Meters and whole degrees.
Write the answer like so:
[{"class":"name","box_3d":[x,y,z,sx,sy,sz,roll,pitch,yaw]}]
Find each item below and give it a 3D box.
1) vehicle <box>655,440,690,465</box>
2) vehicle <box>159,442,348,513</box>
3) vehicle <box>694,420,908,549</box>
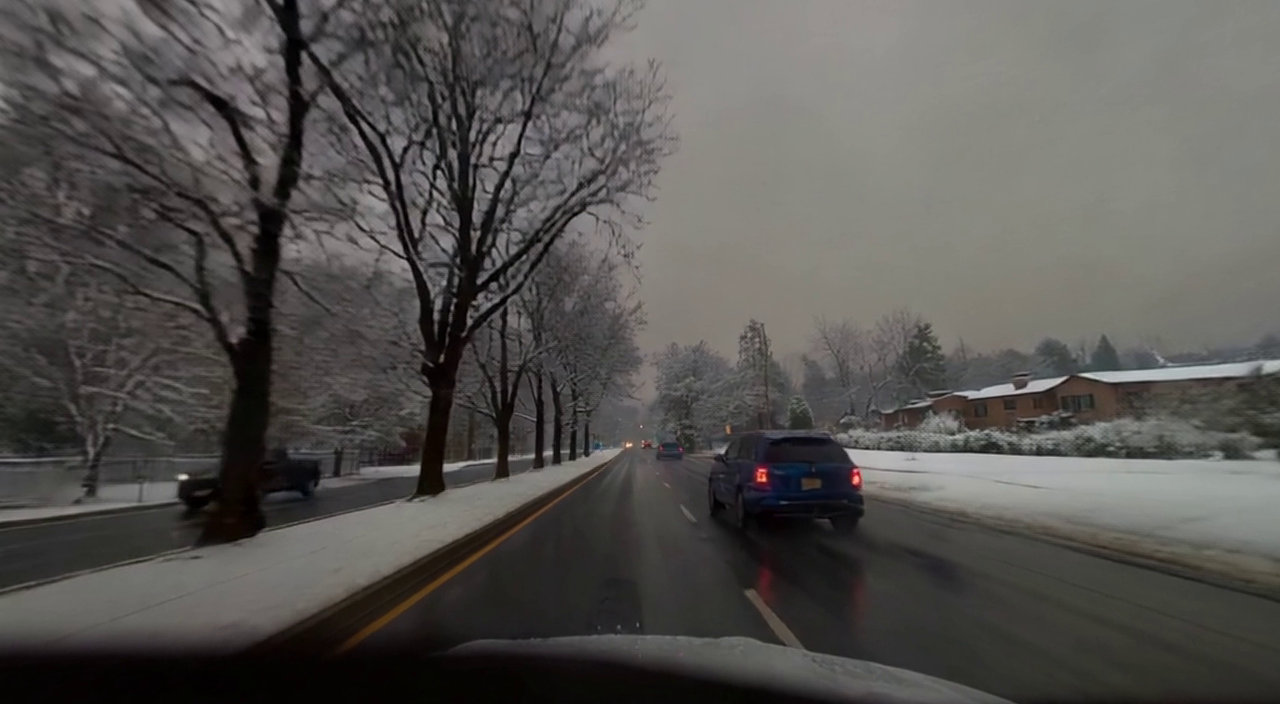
[{"class":"vehicle","box_3d":[2.270,7.219,45.509,2.164,1.725,4.285,0,-9,-1]},{"class":"vehicle","box_3d":[-11.645,3.787,19.767,2.248,1.858,5.854,0,-9,0]},{"class":"vehicle","box_3d":[2.230,2.003,10.260,2.066,1.603,4.475,0,-9,-3]}]
